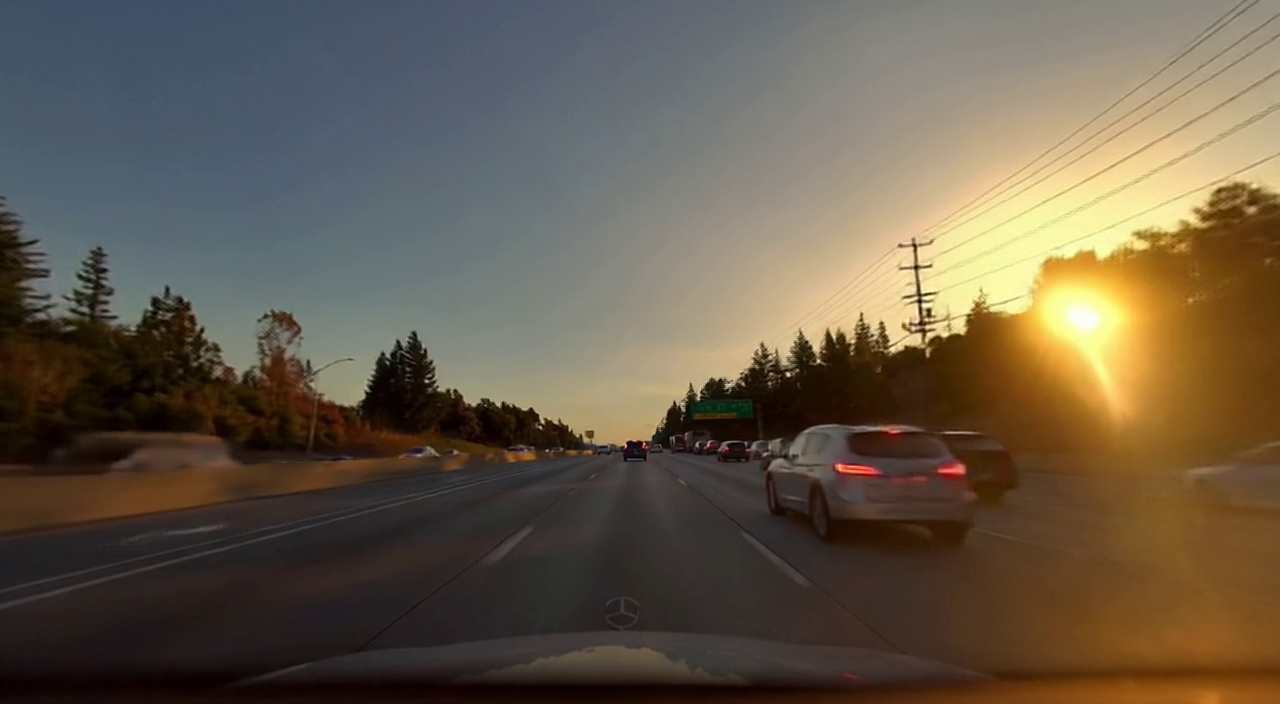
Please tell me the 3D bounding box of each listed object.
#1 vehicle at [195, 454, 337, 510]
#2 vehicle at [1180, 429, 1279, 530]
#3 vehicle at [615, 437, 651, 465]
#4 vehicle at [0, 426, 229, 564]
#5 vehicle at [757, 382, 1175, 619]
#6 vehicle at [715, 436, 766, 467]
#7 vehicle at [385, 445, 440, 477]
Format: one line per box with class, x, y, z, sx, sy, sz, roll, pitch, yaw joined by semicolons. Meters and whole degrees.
vehicle;-11.858;4.109;20.376;1.893;1.508;4.418;0;-8;0
vehicle;10.372;1.774;8.554;1.890;1.474;4.662;0;-8;-1
vehicle;-0.504;6.687;42.556;2.314;1.796;4.254;0;-8;-1
vehicle;-8.783;2.013;9.497;2.047;1.650;4.600;0;-8;-1
vehicle;2.988;1.501;7.368;2.152;1.821;4.853;0;-8;-2
vehicle;6.419;6.405;40.652;2.145;1.822;4.791;1;-8;-4
vehicle;-15.645;7.475;43.563;2.010;2.033;5.111;1;-8;-2
